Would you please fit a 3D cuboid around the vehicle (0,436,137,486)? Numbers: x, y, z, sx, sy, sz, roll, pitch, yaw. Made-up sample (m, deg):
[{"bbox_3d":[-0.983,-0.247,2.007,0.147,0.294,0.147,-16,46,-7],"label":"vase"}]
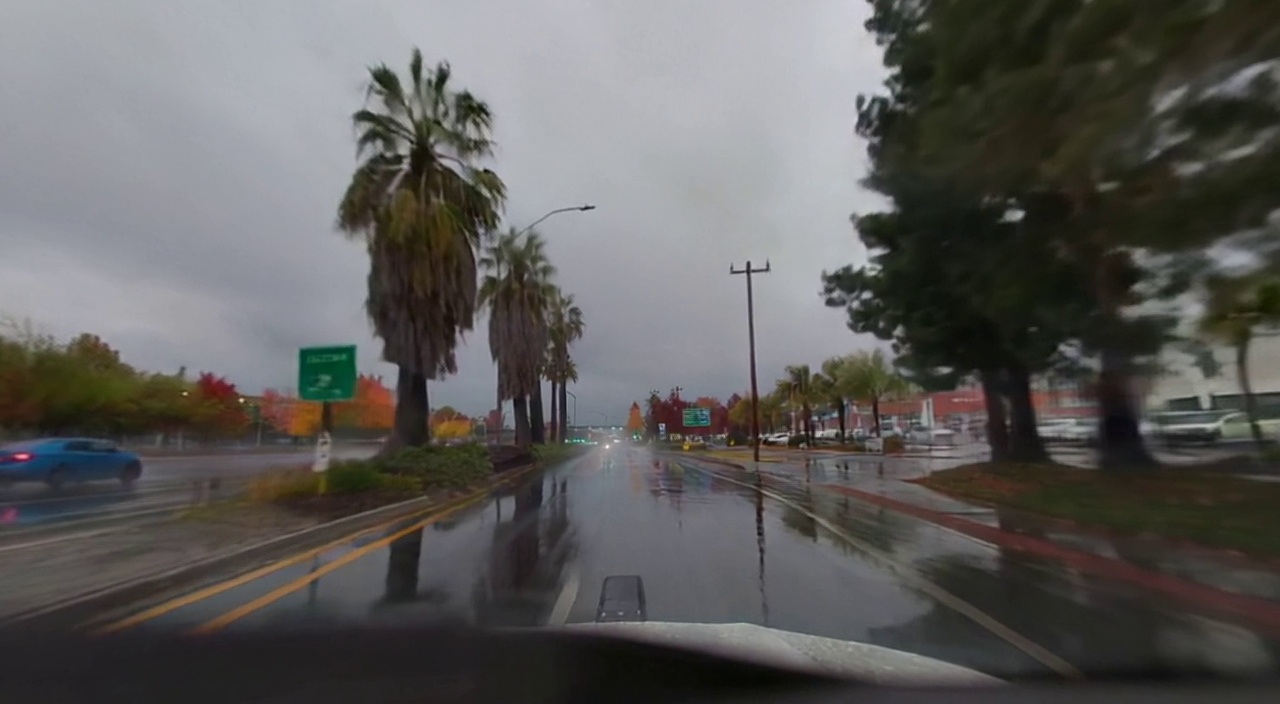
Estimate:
[{"bbox_3d":[-21.515,3.992,23.418,1.994,1.652,4.570,1,-9,-4],"label":"vehicle"}]
